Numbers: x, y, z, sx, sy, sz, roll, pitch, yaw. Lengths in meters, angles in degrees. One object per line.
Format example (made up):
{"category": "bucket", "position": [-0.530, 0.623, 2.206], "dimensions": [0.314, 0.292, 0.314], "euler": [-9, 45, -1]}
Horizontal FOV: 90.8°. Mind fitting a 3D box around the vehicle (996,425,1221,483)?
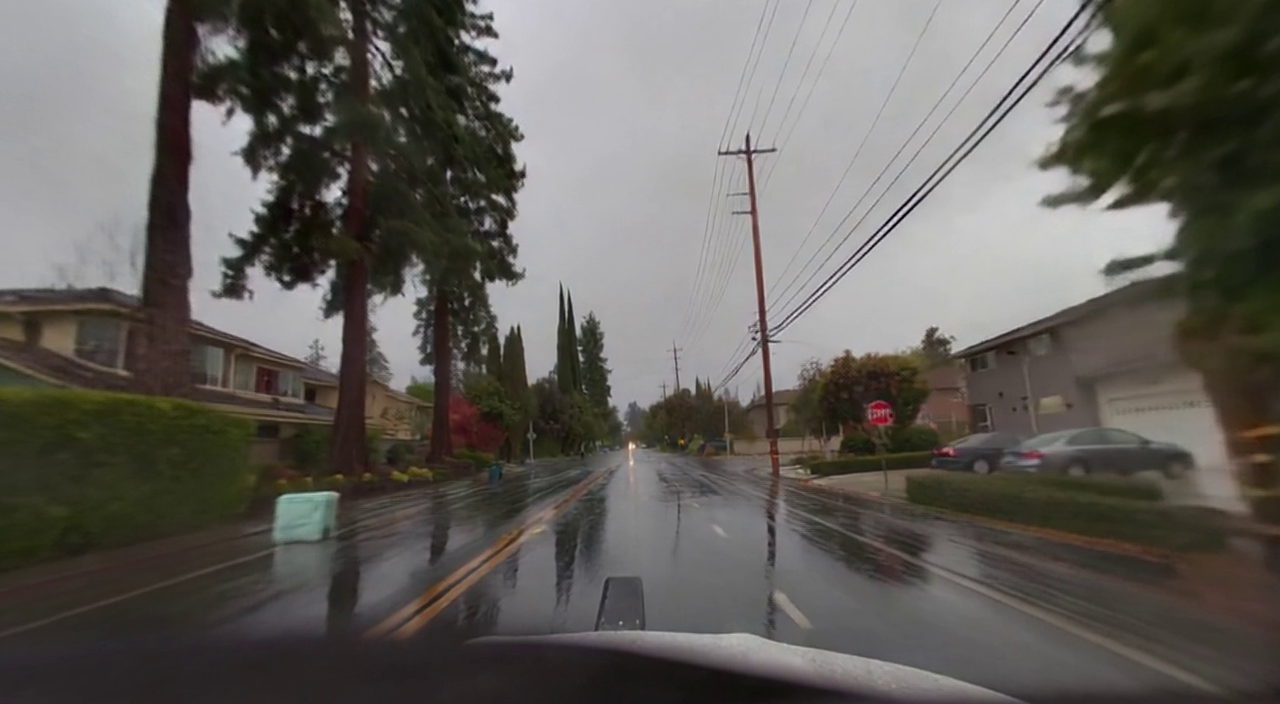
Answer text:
{"category": "vehicle", "position": [12.761, 2.799, 17.459], "dimensions": [4.650, 1.484, 1.929], "euler": [0, -8, -1]}
